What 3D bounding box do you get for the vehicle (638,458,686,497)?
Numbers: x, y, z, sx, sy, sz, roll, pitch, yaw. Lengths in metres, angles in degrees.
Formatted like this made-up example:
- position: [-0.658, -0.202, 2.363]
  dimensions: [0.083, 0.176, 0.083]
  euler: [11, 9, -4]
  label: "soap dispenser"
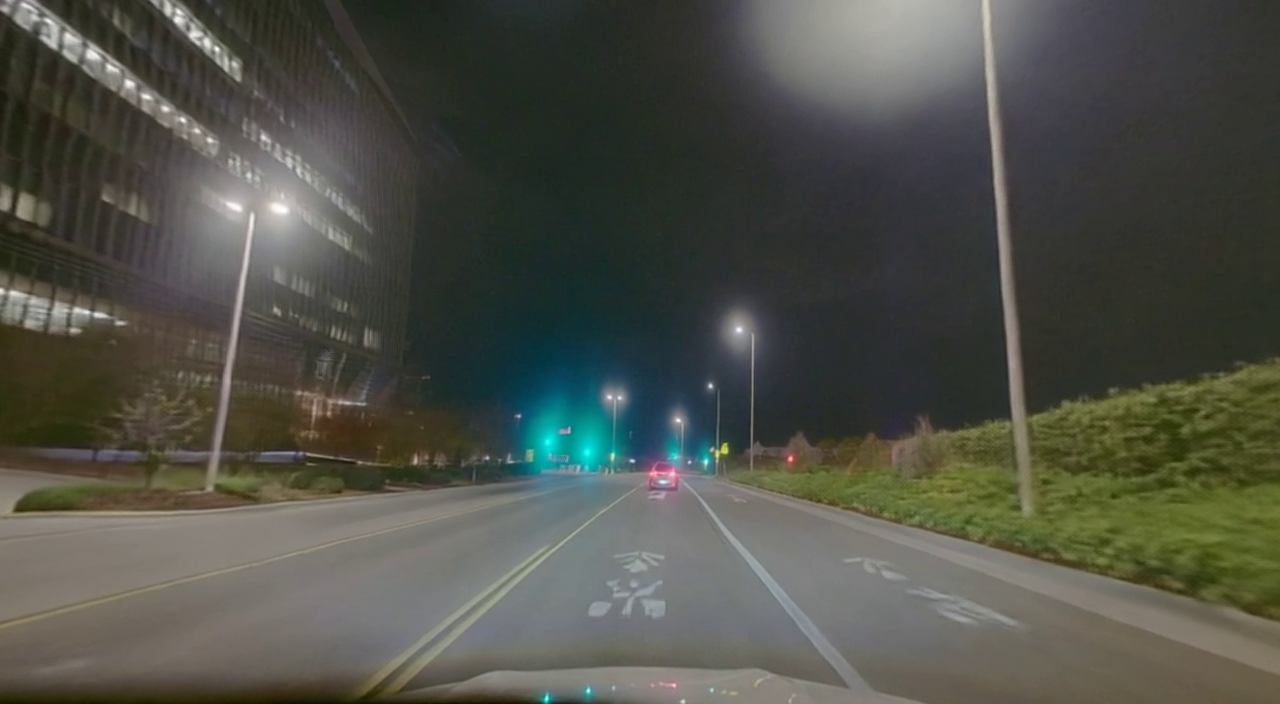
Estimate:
- position: [1.087, 5.794, 29.102]
  dimensions: [2.067, 1.629, 3.858]
  euler: [0, -11, 4]
  label: "vehicle"
